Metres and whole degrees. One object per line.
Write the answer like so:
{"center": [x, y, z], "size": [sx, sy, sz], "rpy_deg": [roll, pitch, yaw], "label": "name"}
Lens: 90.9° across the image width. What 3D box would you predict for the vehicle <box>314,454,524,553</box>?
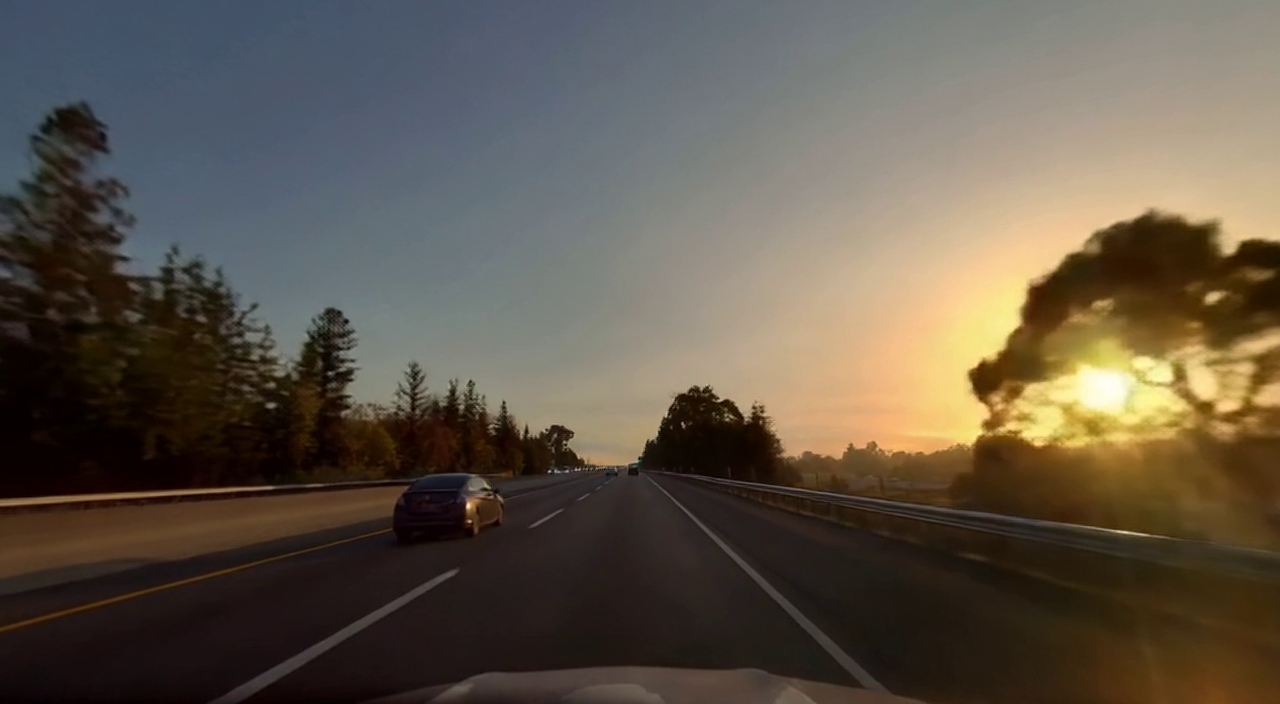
{"center": [-3.821, 2.775, 12.114], "size": [2.146, 1.441, 5.020], "rpy_deg": [1, -11, 1], "label": "vehicle"}
